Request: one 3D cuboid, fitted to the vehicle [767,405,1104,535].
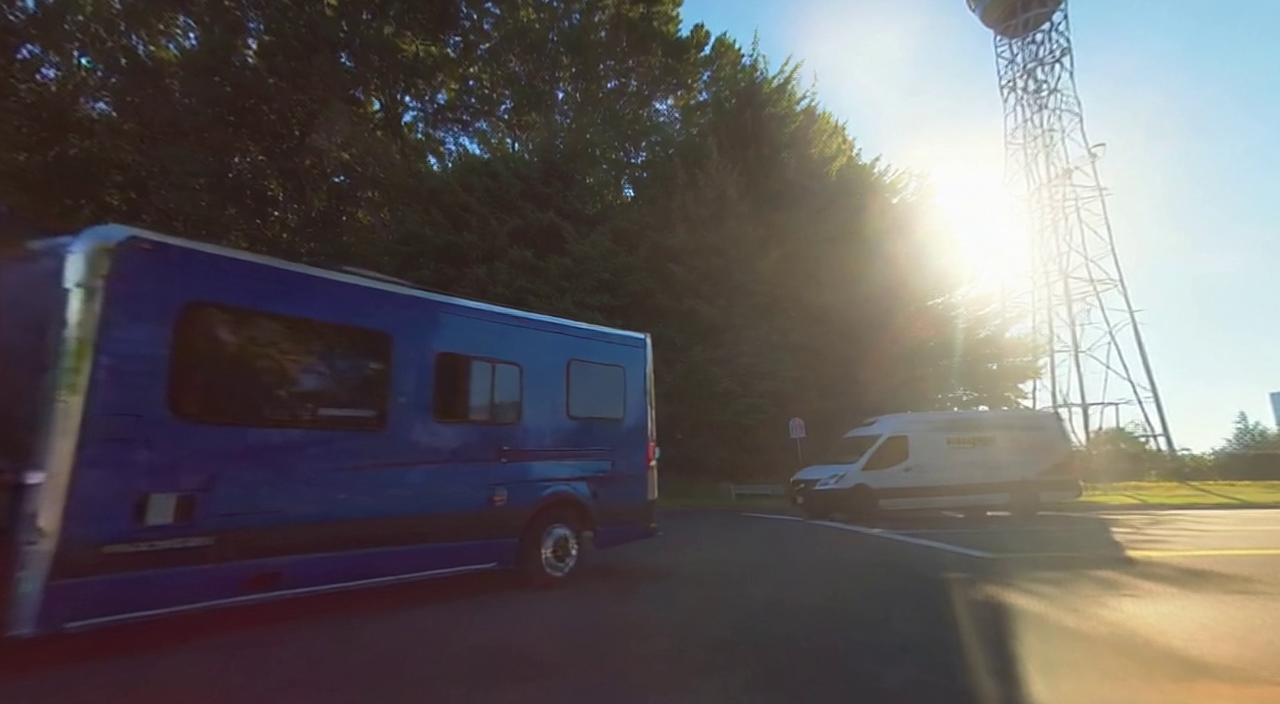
[{"bbox_3d":[5.931,2.410,13.247,5.923,2.424,2.247,0,-9,-5],"label":"vehicle"}]

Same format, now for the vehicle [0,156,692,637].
[{"bbox_3d":[-3.730,0.713,7.628,9.765,3.622,2.740,8,-12,-42],"label":"vehicle"}]
